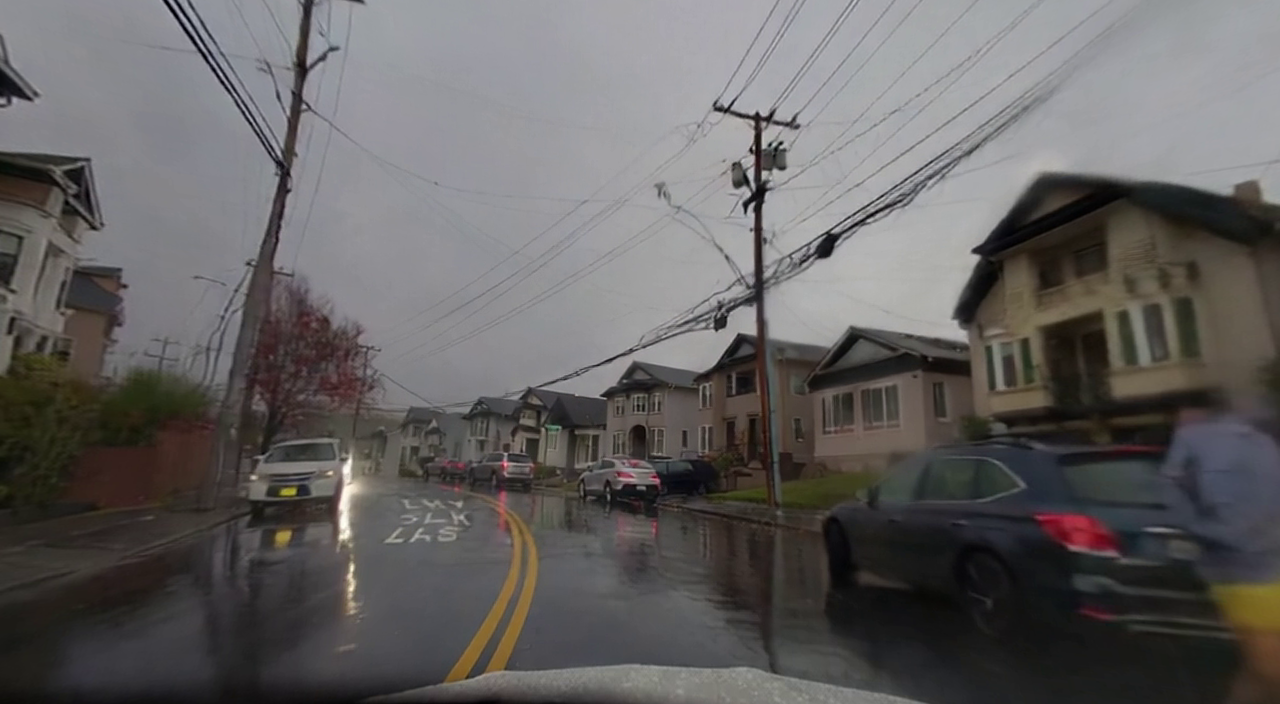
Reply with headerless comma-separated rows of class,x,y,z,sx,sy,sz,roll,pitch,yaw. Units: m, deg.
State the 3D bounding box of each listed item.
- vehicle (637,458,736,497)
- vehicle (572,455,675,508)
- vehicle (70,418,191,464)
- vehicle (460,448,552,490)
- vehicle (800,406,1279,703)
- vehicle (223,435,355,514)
vehicle,2.138,5.652,28.787,4.163,1.586,2.023,6,-10,-35
vehicle,-0.701,4.358,21.725,1.923,1.531,4.568,6,-10,-23
vehicle,-23.696,4.220,29.476,4.064,1.569,1.861,15,-21,-40
vehicle,-7.207,6.147,33.474,2.449,1.869,5.504,12,-14,-36
vehicle,3.327,1.565,6.088,1.994,1.682,4.750,4,-9,-5
vehicle,-9.582,3.398,17.833,2.378,1.840,5.389,5,-11,-20
